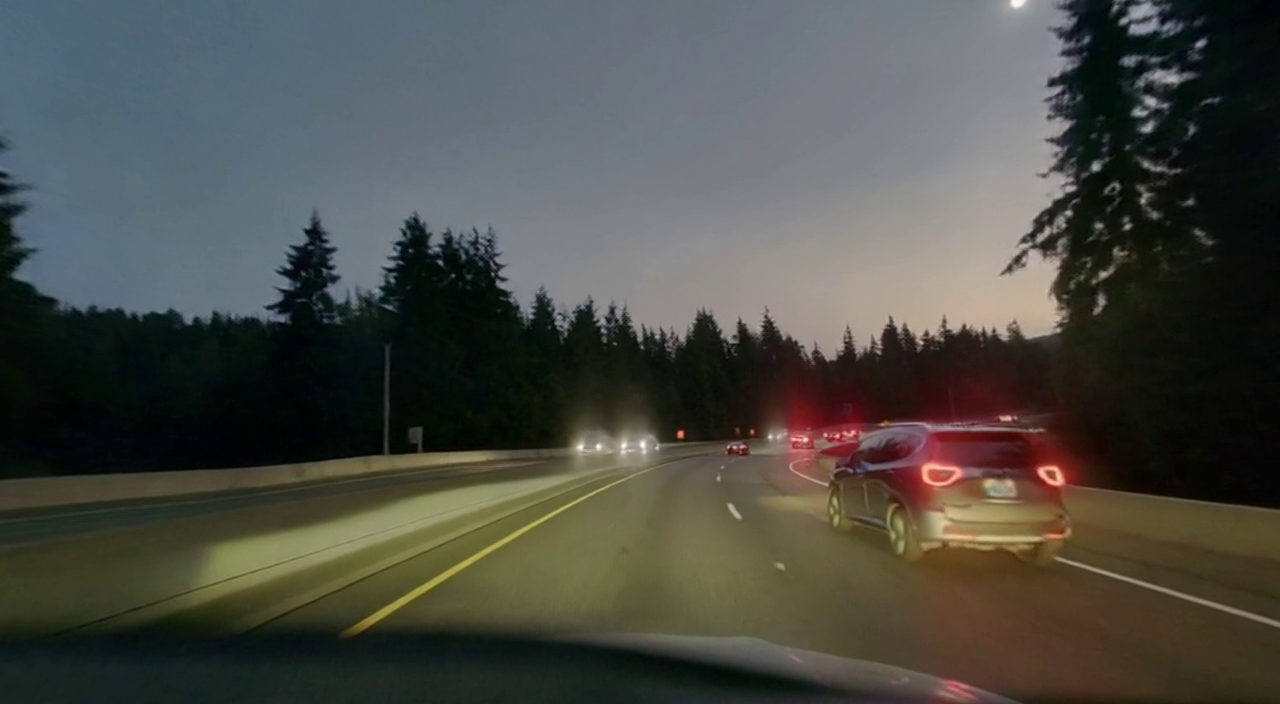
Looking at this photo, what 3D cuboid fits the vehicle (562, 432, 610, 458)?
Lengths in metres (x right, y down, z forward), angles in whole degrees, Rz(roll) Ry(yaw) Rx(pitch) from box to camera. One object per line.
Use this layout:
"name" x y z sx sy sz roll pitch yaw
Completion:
"vehicle" -3.793 6.663 45.229 2.142 1.731 4.681 -2 -9 13

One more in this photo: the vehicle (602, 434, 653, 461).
"vehicle" -0.722 6.196 41.075 2.295 1.648 4.689 -2 -9 12

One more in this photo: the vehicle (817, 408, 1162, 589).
"vehicle" 3.955 1.719 8.289 2.112 1.708 4.380 0 -8 2
